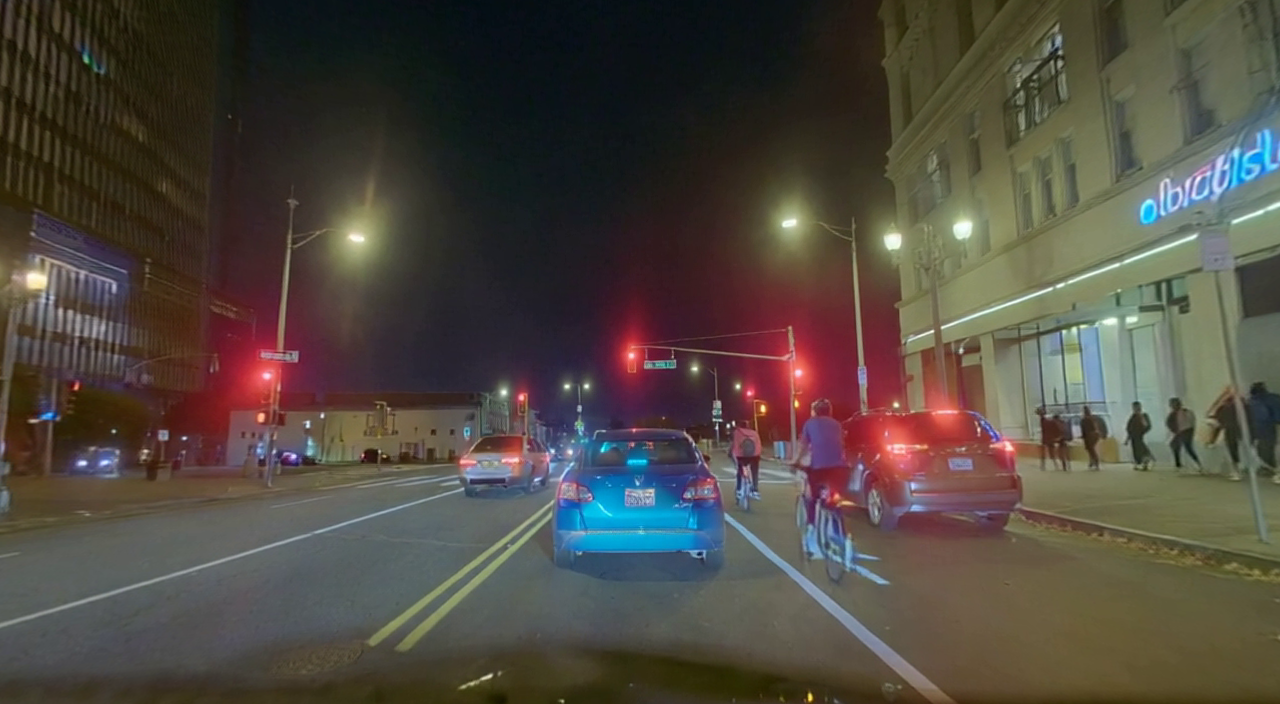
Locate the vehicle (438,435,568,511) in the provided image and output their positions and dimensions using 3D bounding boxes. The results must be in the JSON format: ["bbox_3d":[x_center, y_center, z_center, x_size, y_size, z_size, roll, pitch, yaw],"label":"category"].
[{"bbox_3d":[-2.943,2.708,14.622,2.039,1.452,4.489,0,-9,0],"label":"vehicle"}]

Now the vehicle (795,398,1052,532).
[{"bbox_3d":[4.512,1.909,11.122,2.142,1.829,4.767,0,-9,-2],"label":"vehicle"}]

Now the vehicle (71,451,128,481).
[{"bbox_3d":[-33.553,7.029,39.267,2.264,1.722,4.721,6,-11,-36],"label":"vehicle"}]

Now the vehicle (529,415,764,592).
[{"bbox_3d":[0.027,1.655,7.710,2.091,1.557,4.000,0,-9,-1],"label":"vehicle"}]
